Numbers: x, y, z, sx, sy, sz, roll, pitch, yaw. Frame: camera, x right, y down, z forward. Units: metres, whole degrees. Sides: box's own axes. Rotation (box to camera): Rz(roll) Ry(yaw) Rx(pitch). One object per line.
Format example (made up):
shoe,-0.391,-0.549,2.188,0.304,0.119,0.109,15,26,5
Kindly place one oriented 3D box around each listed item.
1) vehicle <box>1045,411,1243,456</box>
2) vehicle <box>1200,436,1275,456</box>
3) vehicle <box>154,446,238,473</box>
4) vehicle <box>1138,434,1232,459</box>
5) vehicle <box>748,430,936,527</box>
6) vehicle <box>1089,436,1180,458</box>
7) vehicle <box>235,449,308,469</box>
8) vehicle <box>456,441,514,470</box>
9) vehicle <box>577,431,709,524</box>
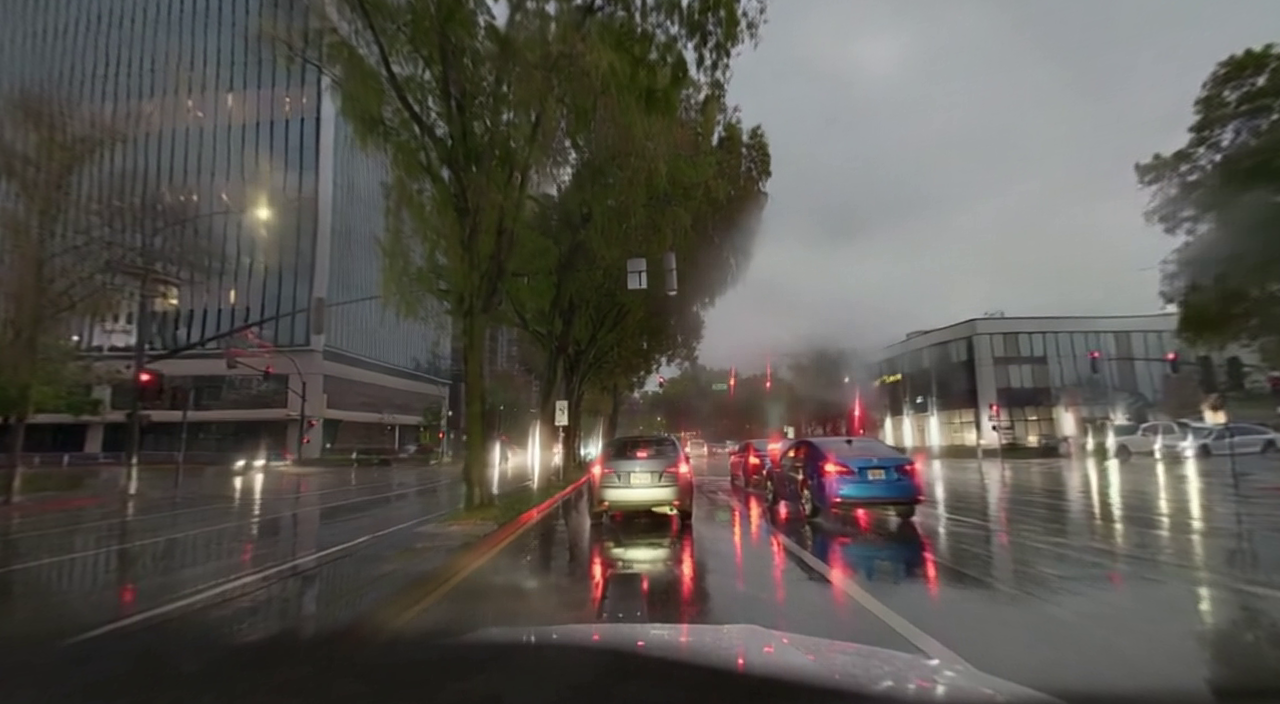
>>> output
vehicle,38.196,6.240,48.134,12.695,3.252,3.036,0,-9,-3
vehicle,42.010,6.612,44.432,3.442,1.409,1.770,0,-9,-1
vehicle,-26.862,6.500,38.297,3.657,1.528,1.783,1,-9,-4
vehicle,35.003,6.062,40.666,4.190,1.535,1.998,0,-9,-1
vehicle,3.532,2.304,12.112,2.018,1.491,4.544,0,-9,-1
vehicle,34.419,6.603,44.054,4.616,1.476,2.165,0,-9,-3
vehicle,-27.760,8.060,47.738,4.423,1.470,1.877,3,-9,-21
vehicle,-8.581,5.765,35.298,2.004,1.476,4.671,0,-9,1
vehicle,0.012,2.297,12.091,2.087,1.468,4.014,0,-9,-1
